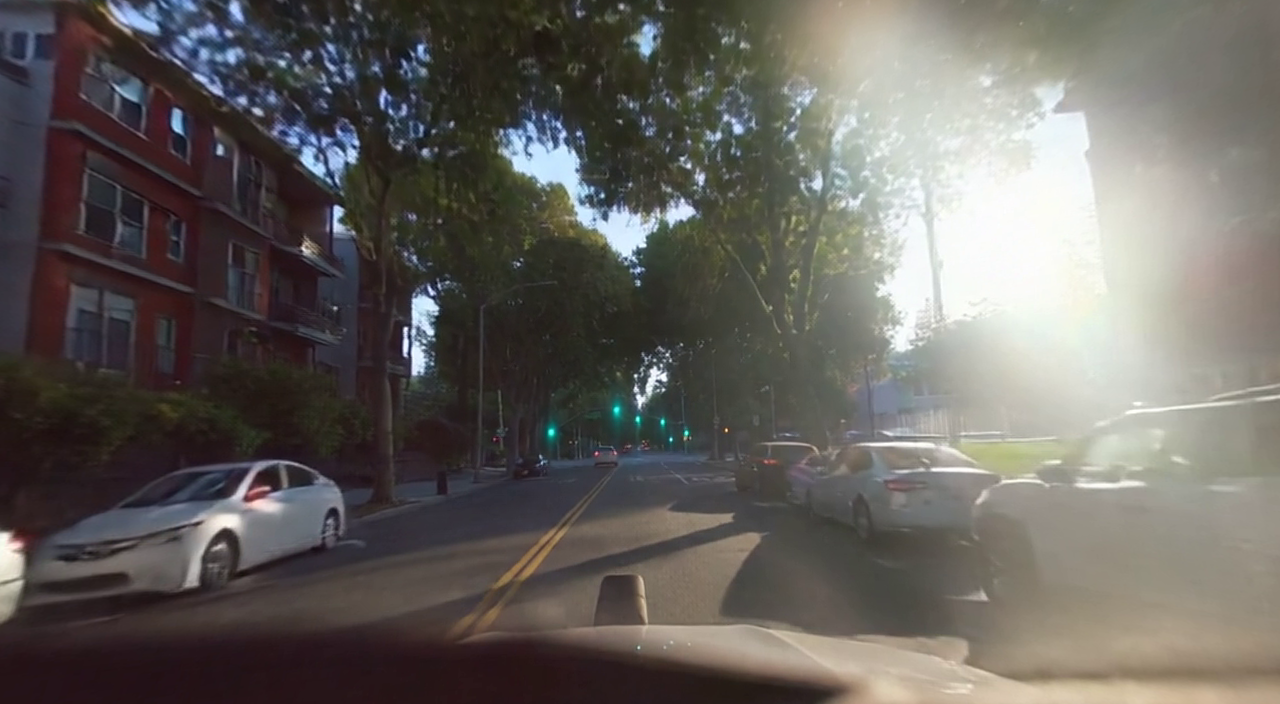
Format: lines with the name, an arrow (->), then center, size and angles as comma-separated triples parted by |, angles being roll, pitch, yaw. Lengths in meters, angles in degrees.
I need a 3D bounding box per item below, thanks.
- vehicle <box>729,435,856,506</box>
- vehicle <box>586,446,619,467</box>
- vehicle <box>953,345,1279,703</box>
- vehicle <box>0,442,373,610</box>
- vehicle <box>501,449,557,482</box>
vehicle -> 4.015, 3.196, 17.604 | 2.082, 1.662, 4.753 | 0, -8, -4
vehicle -> -2.679, 7.553, 45.735 | 2.029, 1.438, 4.313 | 0, -8, 1
vehicle -> 3.948, 0.992, 3.226 | 2.093, 1.857, 5.414 | 1, -8, 2
vehicle -> -5.942, 2.201, 9.082 | 2.142, 1.775, 4.428 | 0, -8, 2
vehicle -> -5.755, 5.912, 33.244 | 1.947, 1.473, 4.397 | -4, -8, 1
